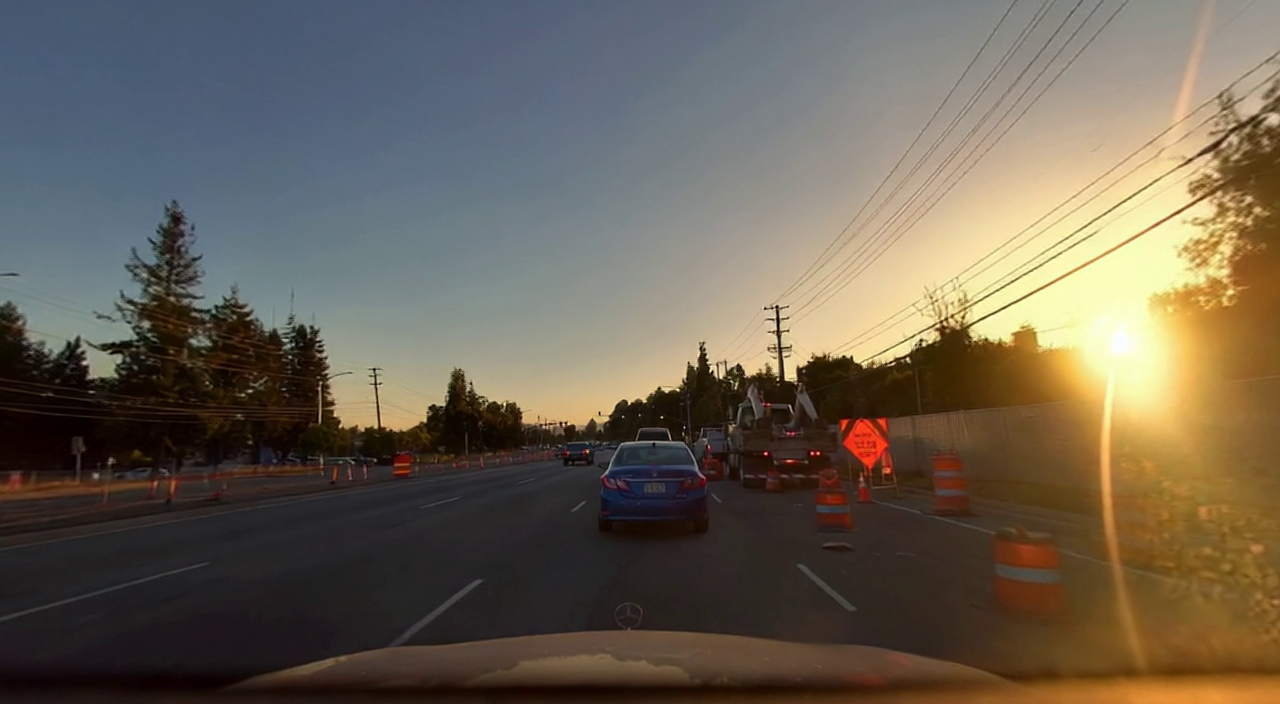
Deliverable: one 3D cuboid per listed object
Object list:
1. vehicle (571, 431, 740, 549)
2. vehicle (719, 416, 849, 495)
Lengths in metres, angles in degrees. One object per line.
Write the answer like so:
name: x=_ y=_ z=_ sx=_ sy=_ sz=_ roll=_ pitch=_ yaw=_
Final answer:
vehicle: x=0.201 y=2.059 z=10.142 sx=2.128 sy=1.473 sz=4.272 roll=0 pitch=-8 yaw=0
vehicle: x=4.104 y=3.141 z=19.437 sx=2.555 sy=2.017 sz=6.201 roll=0 pitch=-8 yaw=0
